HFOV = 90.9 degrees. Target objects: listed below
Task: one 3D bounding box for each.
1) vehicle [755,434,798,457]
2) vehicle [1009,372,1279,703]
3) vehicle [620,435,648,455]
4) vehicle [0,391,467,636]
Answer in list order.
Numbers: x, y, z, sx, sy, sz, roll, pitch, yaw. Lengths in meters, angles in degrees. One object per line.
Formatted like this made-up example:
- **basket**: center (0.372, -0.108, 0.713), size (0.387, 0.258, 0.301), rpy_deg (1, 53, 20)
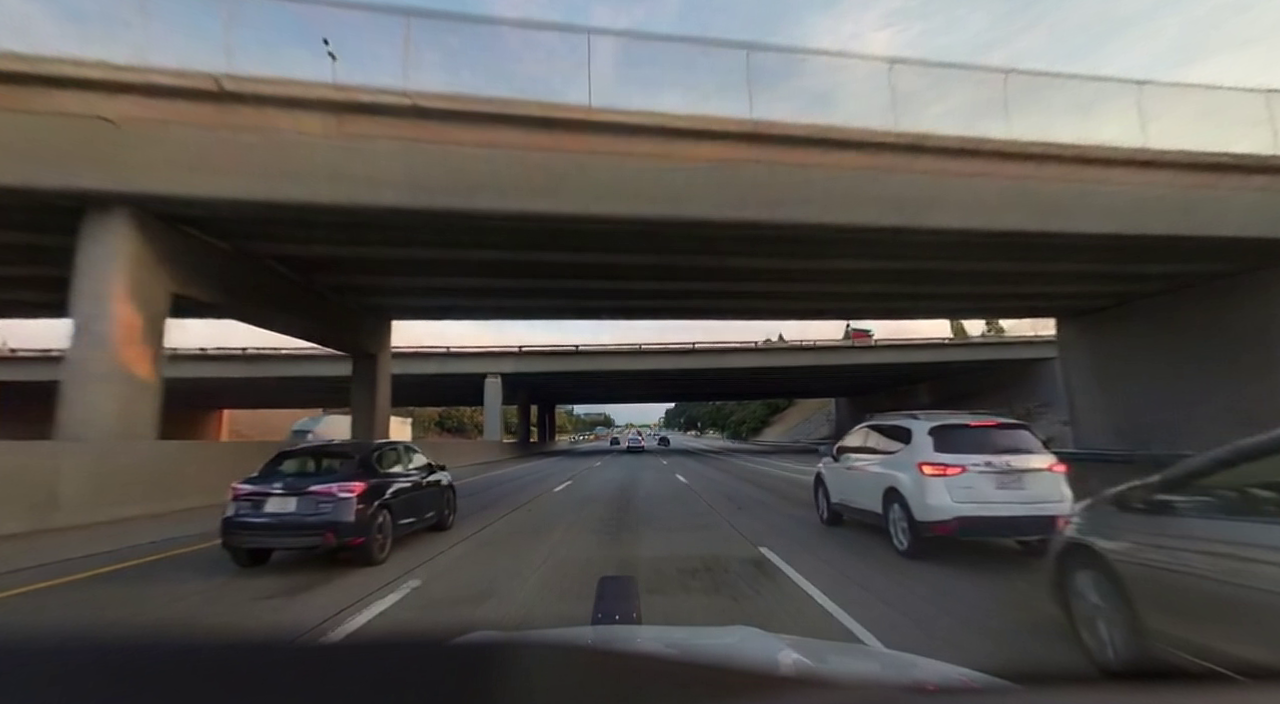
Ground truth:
- **vehicle**: center (9.307, 6.367, 43.154), size (1.921, 1.477, 4.132), rpy_deg (0, -8, -2)
- **vehicle**: center (3.596, 0.798, 1.578), size (2.240, 1.646, 4.949), rpy_deg (0, -8, -2)
- **vehicle**: center (-0.474, 7.195, 48.865), size (2.103, 1.512, 4.155), rpy_deg (0, -8, -1)
- **vehicle**: center (-3.472, 1.393, 6.621), size (1.993, 1.629, 4.674), rpy_deg (0, -8, 0)
